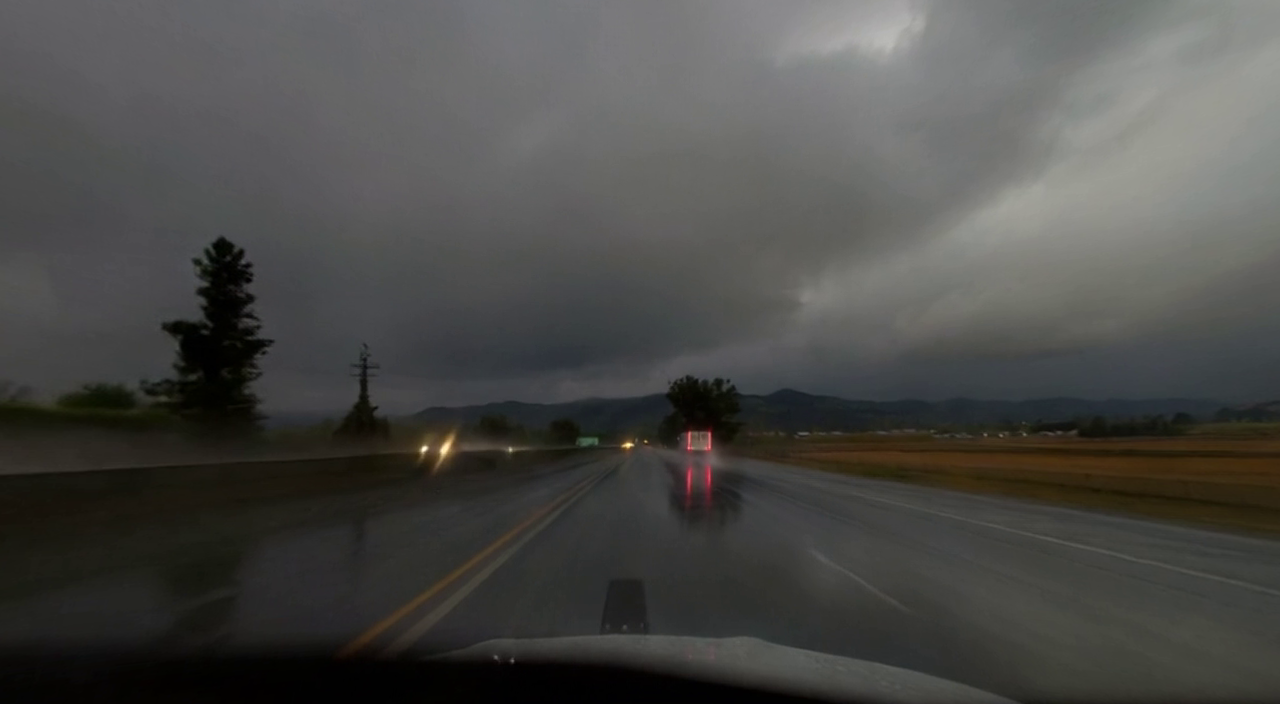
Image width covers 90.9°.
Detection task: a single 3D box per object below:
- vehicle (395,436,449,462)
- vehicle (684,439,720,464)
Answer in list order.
[{"bbox_3d":[-16.973,7.577,49.450,2.361,1.937,5.075,-1,-8,1],"label":"vehicle"},{"bbox_3d":[4.372,7.055,44.891,2.157,1.640,4.056,0,-8,1],"label":"vehicle"}]
